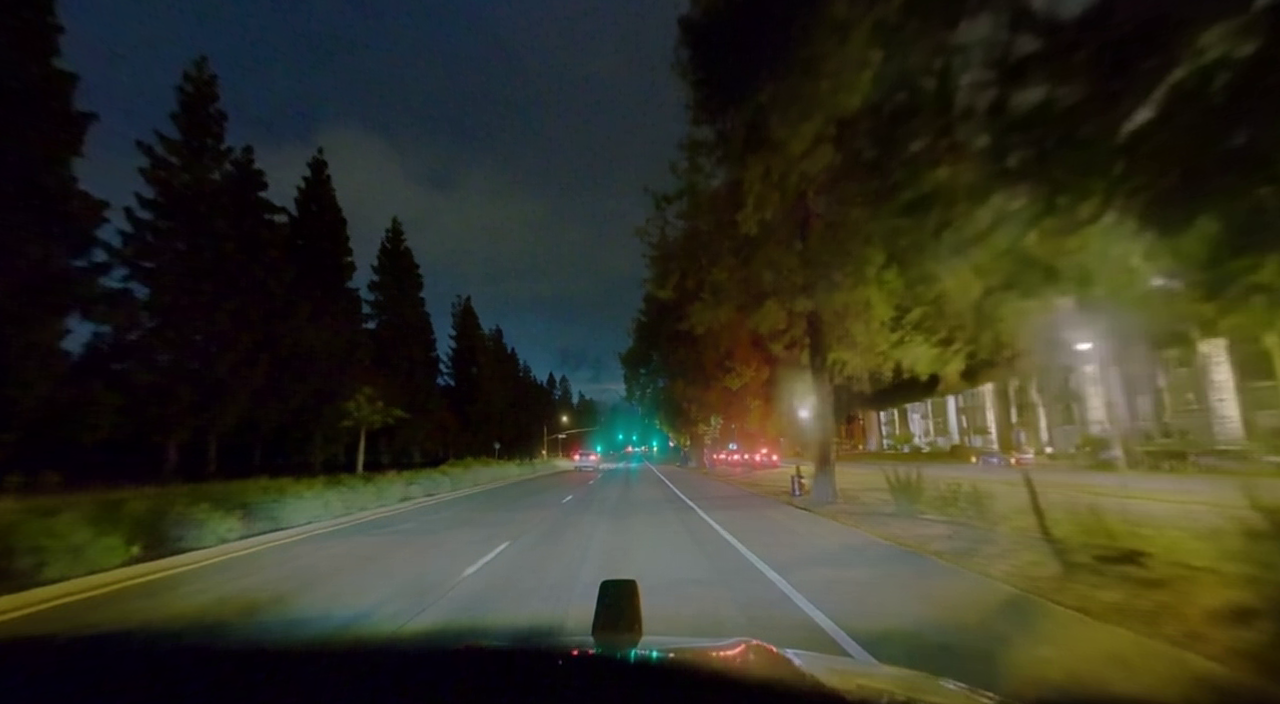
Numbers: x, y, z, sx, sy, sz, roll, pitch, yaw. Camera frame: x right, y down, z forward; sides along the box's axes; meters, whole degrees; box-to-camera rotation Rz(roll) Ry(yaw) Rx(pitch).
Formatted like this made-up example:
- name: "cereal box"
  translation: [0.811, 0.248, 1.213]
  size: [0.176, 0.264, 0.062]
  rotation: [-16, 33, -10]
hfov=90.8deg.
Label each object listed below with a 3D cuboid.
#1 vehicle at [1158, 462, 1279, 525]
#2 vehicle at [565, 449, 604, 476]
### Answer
- name: "vehicle"
  translation: [16.282, 3.609, 16.397]
  size: [4.172, 1.407, 1.931]
  rotation: [1, -9, -8]
- name: "vehicle"
  translation: [-3.339, 6.788, 38.965]
  size: [2.030, 1.550, 3.925]
  rotation: [0, -9, 0]
